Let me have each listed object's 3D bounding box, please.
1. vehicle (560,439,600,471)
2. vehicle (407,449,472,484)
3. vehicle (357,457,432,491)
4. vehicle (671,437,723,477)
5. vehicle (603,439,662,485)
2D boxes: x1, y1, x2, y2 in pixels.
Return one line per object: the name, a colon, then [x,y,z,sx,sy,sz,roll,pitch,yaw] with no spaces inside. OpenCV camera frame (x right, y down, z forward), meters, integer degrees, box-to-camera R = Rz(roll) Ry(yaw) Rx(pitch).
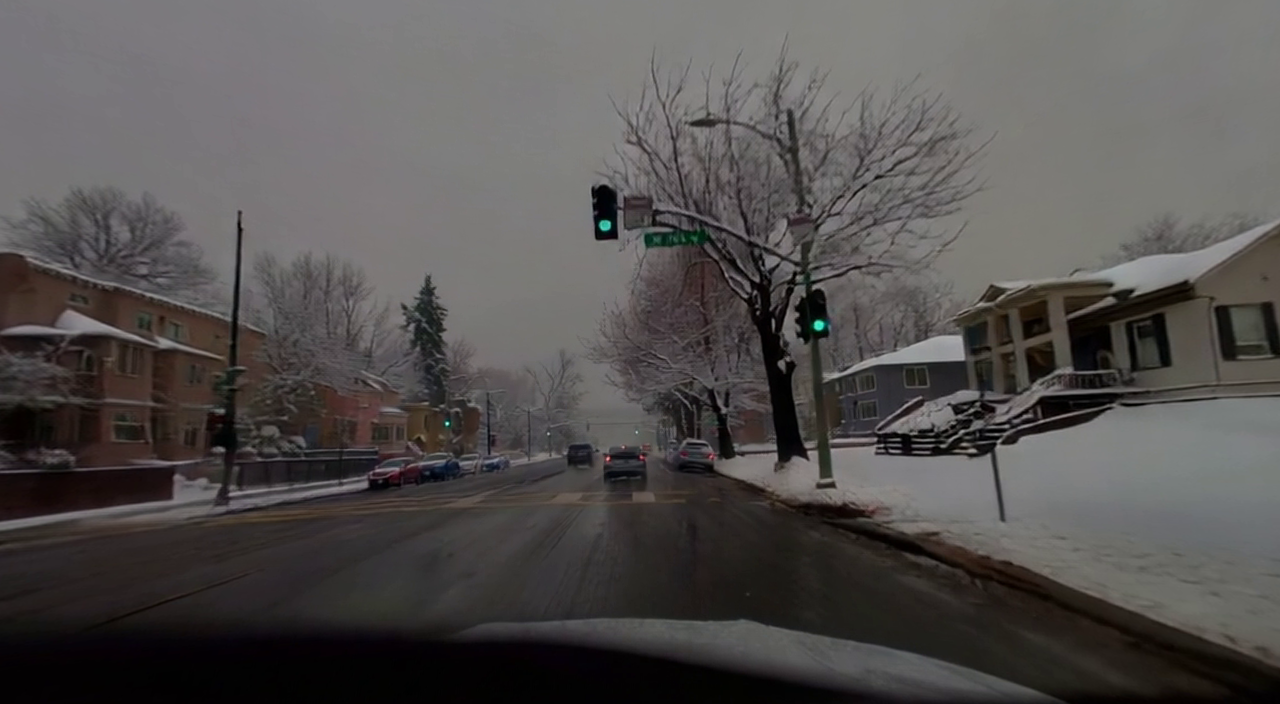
vehicle: [-3.610,6.265,38.362,1.983,1.841,4.013,0,-8,1]
vehicle: [-12.258,6.995,38.910,2.109,1.941,6.025,0,-8,-1]
vehicle: [-12.138,6.042,31.401,1.913,1.475,4.372,0,-8,1]
vehicle: [2.602,4.919,29.775,1.969,1.725,4.387,0,-8,-1]
vehicle: [-0.297,4.035,23.393,1.998,1.518,4.015,0,-8,-1]
